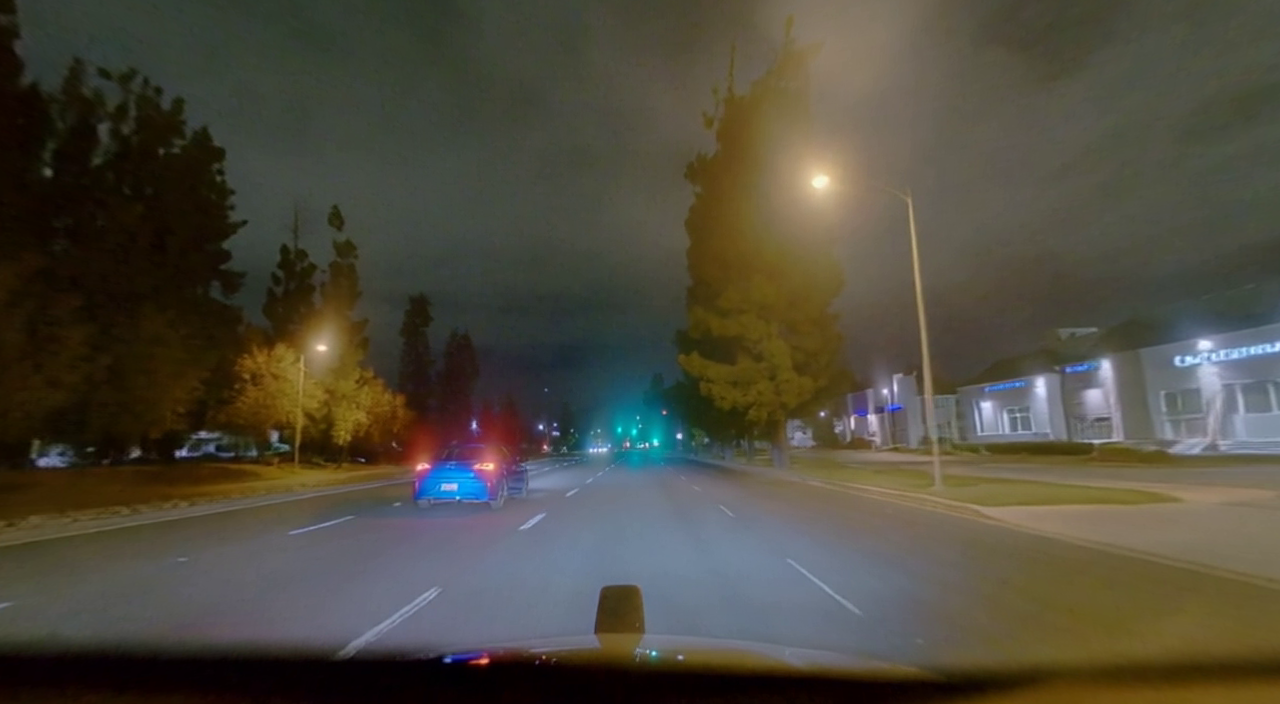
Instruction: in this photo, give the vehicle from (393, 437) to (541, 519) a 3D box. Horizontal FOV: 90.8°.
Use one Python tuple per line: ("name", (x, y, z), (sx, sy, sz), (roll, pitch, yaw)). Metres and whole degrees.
("vehicle", (-3.484, 2.600, 13.646), (2.005, 1.477, 4.169), (0, -8, 0))
